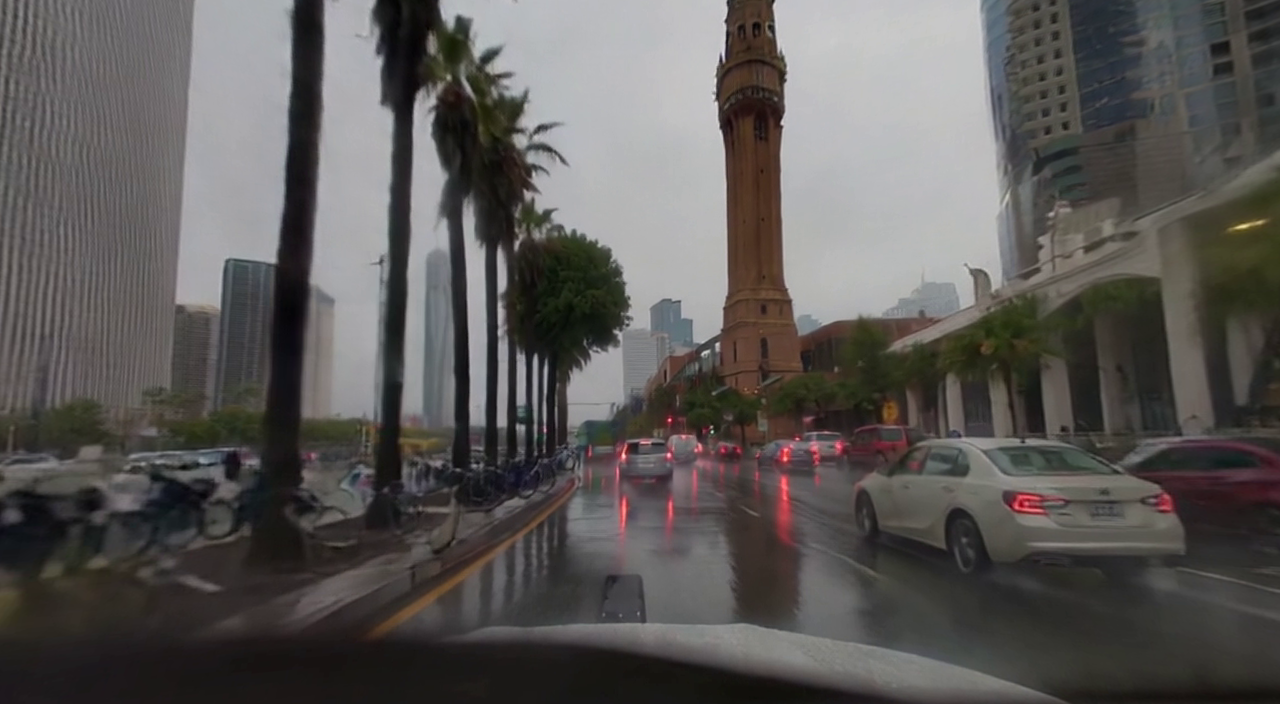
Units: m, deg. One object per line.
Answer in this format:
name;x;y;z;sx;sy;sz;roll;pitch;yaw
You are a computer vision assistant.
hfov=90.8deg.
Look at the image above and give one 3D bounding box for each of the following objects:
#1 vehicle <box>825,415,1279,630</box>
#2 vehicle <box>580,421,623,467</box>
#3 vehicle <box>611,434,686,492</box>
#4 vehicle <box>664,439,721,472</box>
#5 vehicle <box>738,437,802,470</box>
vehicle;3.898;1.577;6.935;2.116;1.500;4.702;0;-9;-3
vehicle;-2.733;6.345;43.410;2.400;2.872;6.053;1;-9;-8
vehicle;0.158;3.449;19.896;2.111;1.605;3.832;0;-9;-3
vehicle;2.638;5.372;32.873;1.981;1.572;4.718;1;-9;-8
vehicle;6.986;5.516;34.449;2.067;1.641;4.569;0;-9;-6
